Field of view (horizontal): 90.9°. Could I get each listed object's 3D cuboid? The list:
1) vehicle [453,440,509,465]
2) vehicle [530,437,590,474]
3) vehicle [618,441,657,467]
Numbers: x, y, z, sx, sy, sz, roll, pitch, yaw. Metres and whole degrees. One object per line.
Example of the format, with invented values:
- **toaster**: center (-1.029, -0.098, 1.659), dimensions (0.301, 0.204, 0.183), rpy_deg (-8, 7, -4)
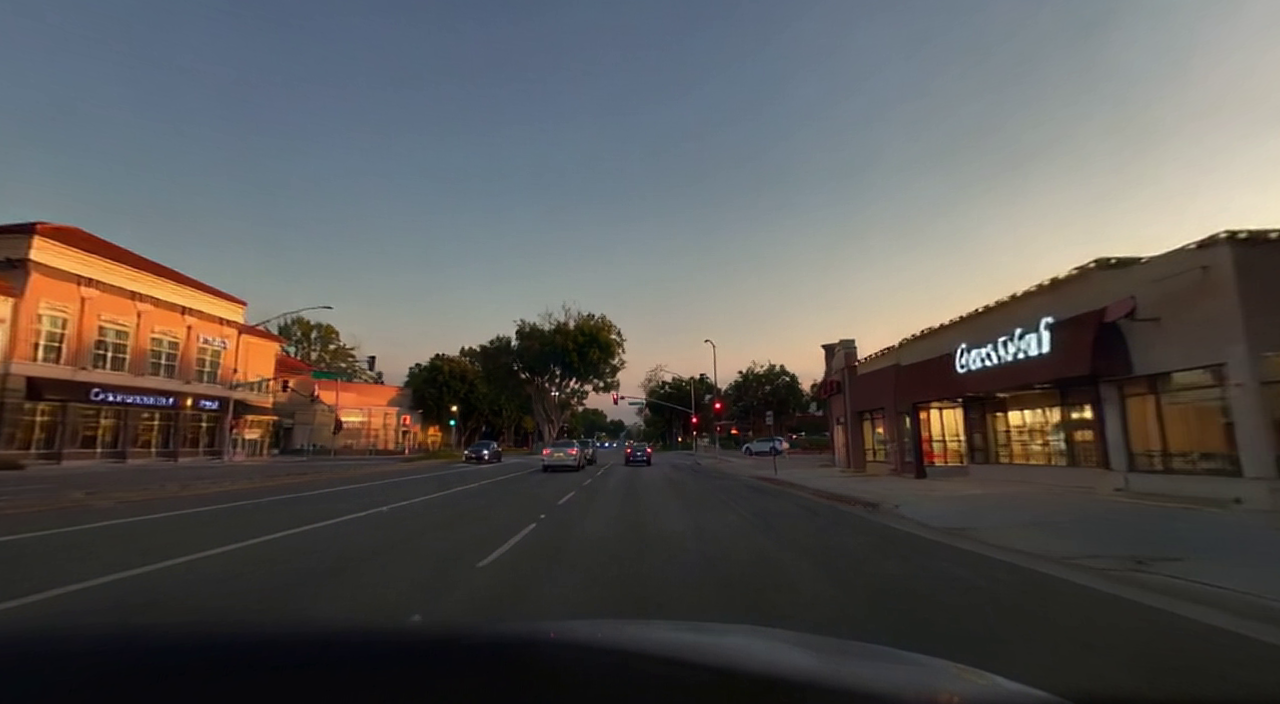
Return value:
- **vehicle**: center (-9.770, 6.204, 39.091), dimensions (2.096, 1.474, 4.585), rpy_deg (0, -8, 3)
- **vehicle**: center (-3.437, 4.529, 27.800), dimensions (2.029, 1.517, 4.375), rpy_deg (0, -8, 1)
- **vehicle**: center (-0.092, 6.170, 38.438), dimensions (2.258, 1.507, 3.896), rpy_deg (-1, -8, 2)
